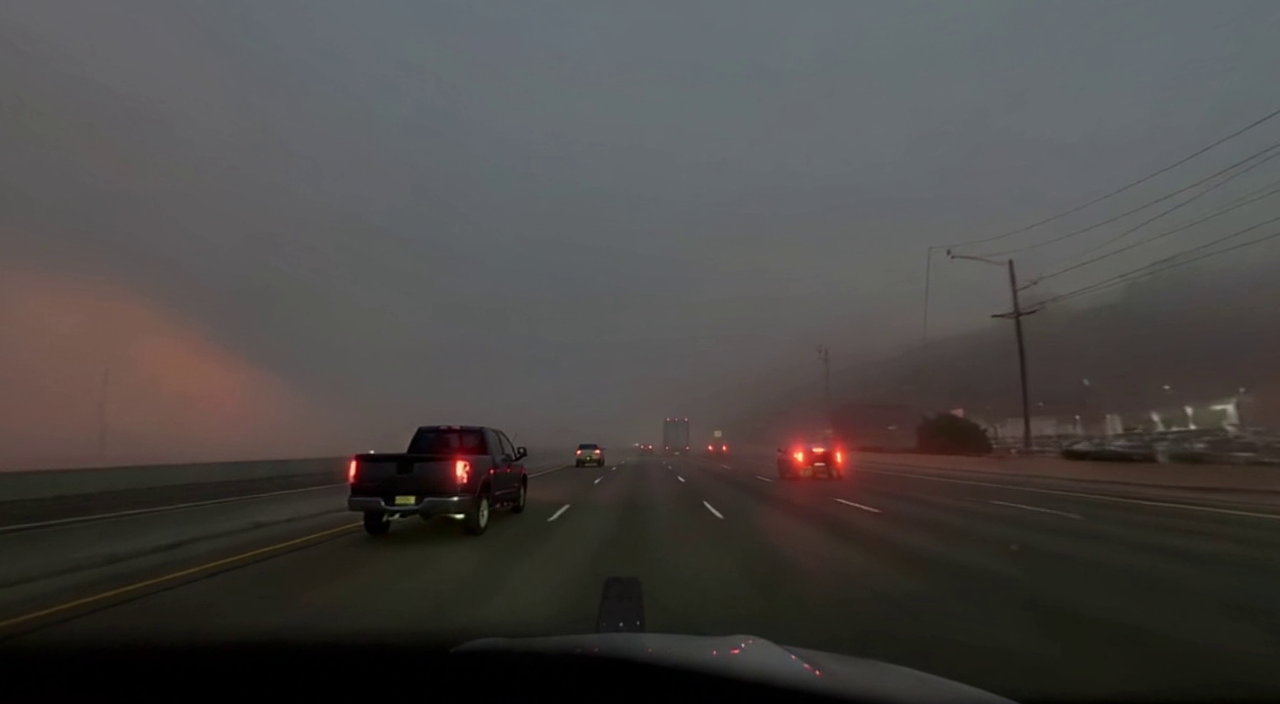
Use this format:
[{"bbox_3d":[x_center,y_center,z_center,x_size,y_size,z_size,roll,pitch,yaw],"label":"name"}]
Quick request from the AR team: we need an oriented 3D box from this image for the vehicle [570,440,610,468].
[{"bbox_3d":[-2.800,5.876,36.346,1.929,1.521,4.097,0,-9,1],"label":"vehicle"}]

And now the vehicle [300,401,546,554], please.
[{"bbox_3d":[-2.917,1.833,9.819,2.130,1.799,4.583,0,-9,1],"label":"vehicle"}]

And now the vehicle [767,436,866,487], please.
[{"bbox_3d":[5.768,3.635,21.197,1.980,1.501,4.433,0,-9,-1],"label":"vehicle"}]

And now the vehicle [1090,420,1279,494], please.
[{"bbox_3d":[26.057,5.090,30.648,2.893,3.189,6.320,2,-9,-8],"label":"vehicle"}]
